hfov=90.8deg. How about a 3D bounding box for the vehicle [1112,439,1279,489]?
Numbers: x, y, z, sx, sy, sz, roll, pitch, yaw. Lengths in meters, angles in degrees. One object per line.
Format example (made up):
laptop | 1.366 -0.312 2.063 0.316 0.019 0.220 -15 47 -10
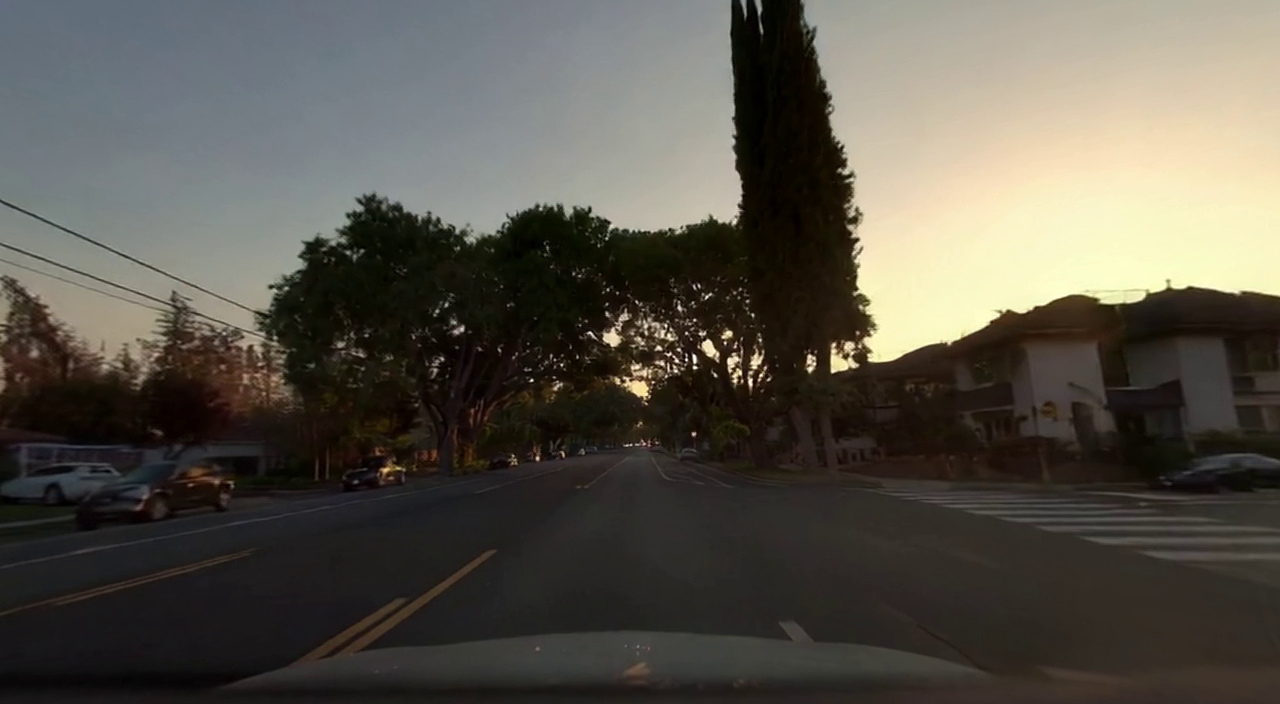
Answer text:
vehicle | 18.146 3.538 20.152 4.625 1.480 1.971 0 -9 -3

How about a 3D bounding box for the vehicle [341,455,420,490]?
vehicle | -12.655 5.878 31.156 1.926 1.533 4.557 0 -9 1

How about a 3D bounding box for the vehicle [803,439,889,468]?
vehicle | 12.952 6.375 39.851 4.696 1.732 1.968 0 -9 0

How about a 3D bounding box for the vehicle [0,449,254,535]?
vehicle | -12.537 3.372 16.038 2.128 1.768 5.306 0 -9 0
